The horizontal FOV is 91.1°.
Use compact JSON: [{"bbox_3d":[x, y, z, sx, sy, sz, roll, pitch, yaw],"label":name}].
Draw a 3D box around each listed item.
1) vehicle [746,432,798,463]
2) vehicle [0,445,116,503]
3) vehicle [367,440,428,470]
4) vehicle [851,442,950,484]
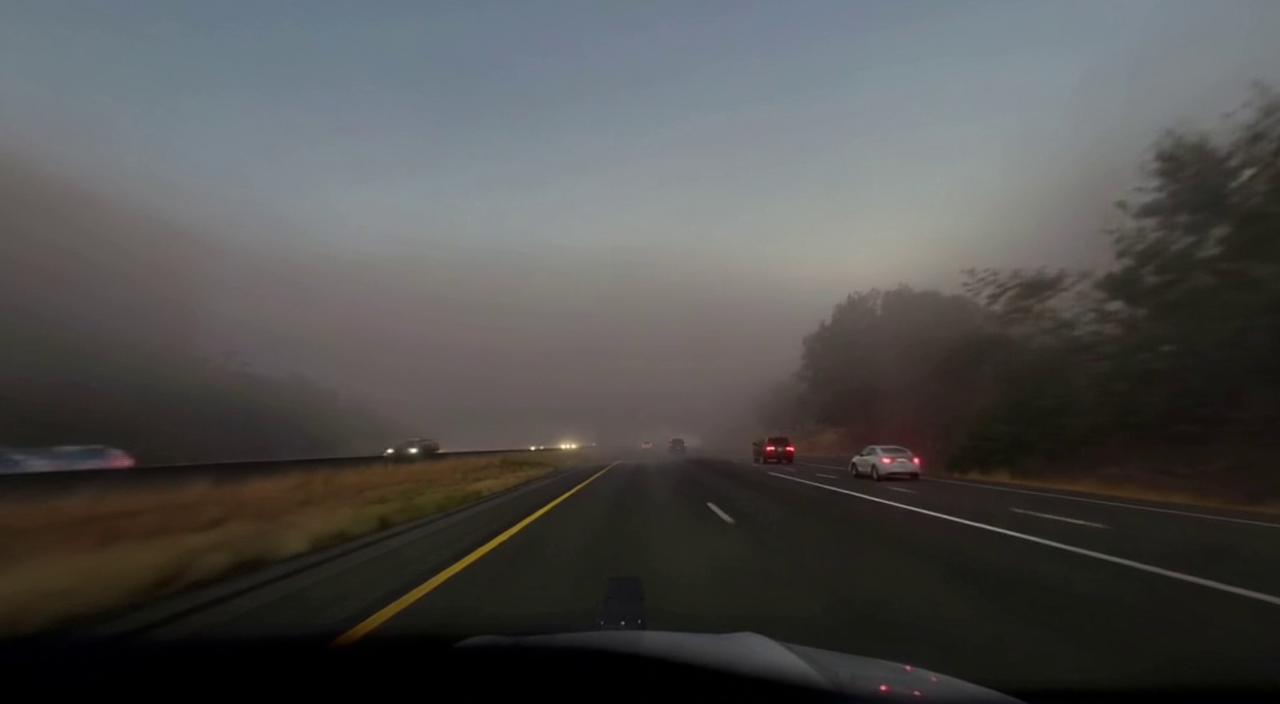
[{"bbox_3d":[9.246,6.783,44.471,2.362,2.037,5.409,0,-9,-2],"label":"vehicle"},{"bbox_3d":[-21.112,4.043,21.088,2.144,1.820,5.607,0,-9,0],"label":"vehicle"},{"bbox_3d":[-16.870,7.196,44.011,2.211,1.923,4.894,0,-9,1],"label":"vehicle"},{"bbox_3d":[9.919,4.232,24.295,1.927,1.472,4.076,0,-9,-2],"label":"vehicle"}]
